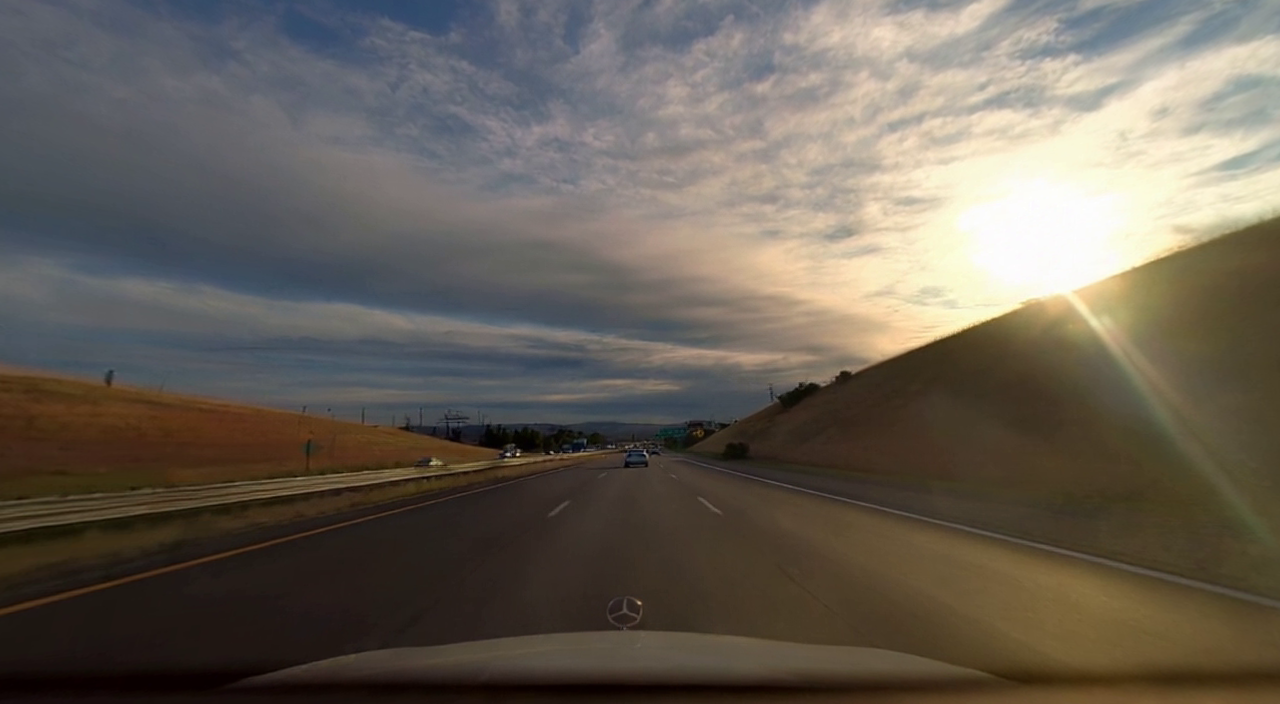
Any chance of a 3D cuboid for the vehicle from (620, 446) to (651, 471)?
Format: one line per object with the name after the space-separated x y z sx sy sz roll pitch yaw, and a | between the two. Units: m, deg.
-0.285 7.039 41.773 1.916 1.494 4.335 0 -9 0 | vehicle
